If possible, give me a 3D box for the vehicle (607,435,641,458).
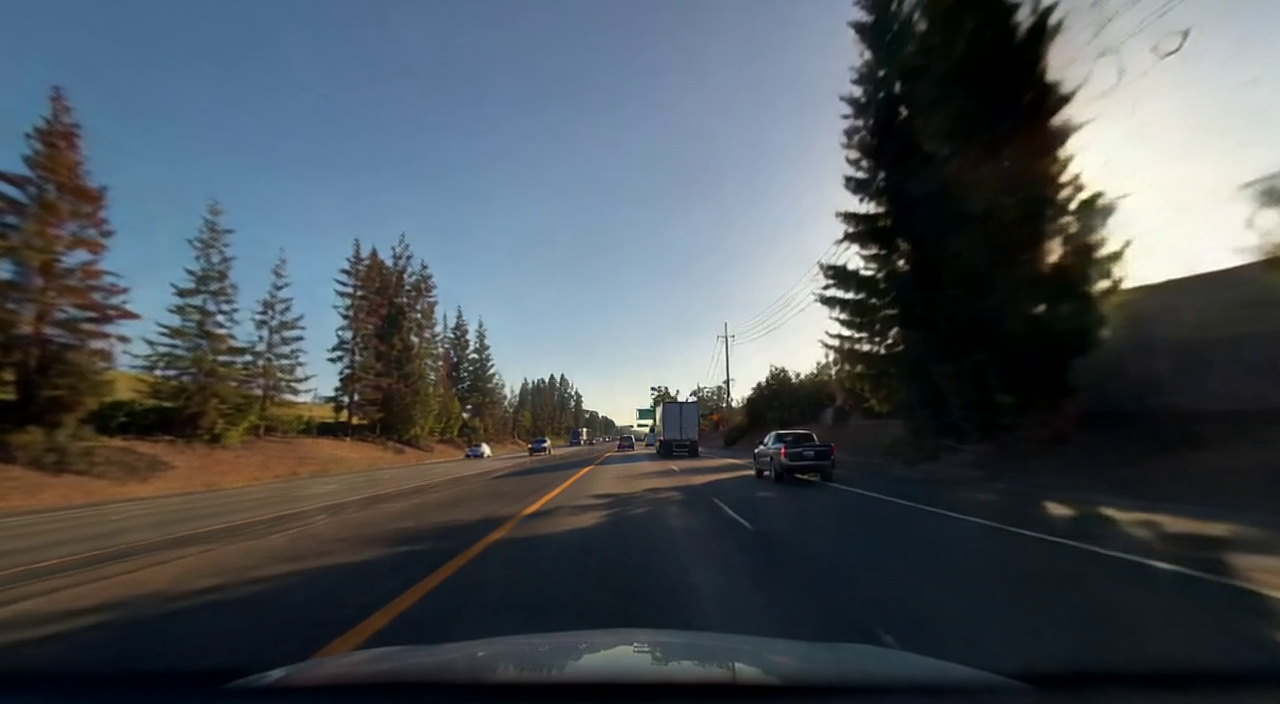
[{"bbox_3d":[-1.037,6.276,42.203,2.163,1.466,3.693,0,-7,-1],"label":"vehicle"}]

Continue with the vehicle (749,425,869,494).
[{"bbox_3d":[4.231,2.726,16.474,1.930,1.573,3.853,0,-7,-2],"label":"vehicle"}]
